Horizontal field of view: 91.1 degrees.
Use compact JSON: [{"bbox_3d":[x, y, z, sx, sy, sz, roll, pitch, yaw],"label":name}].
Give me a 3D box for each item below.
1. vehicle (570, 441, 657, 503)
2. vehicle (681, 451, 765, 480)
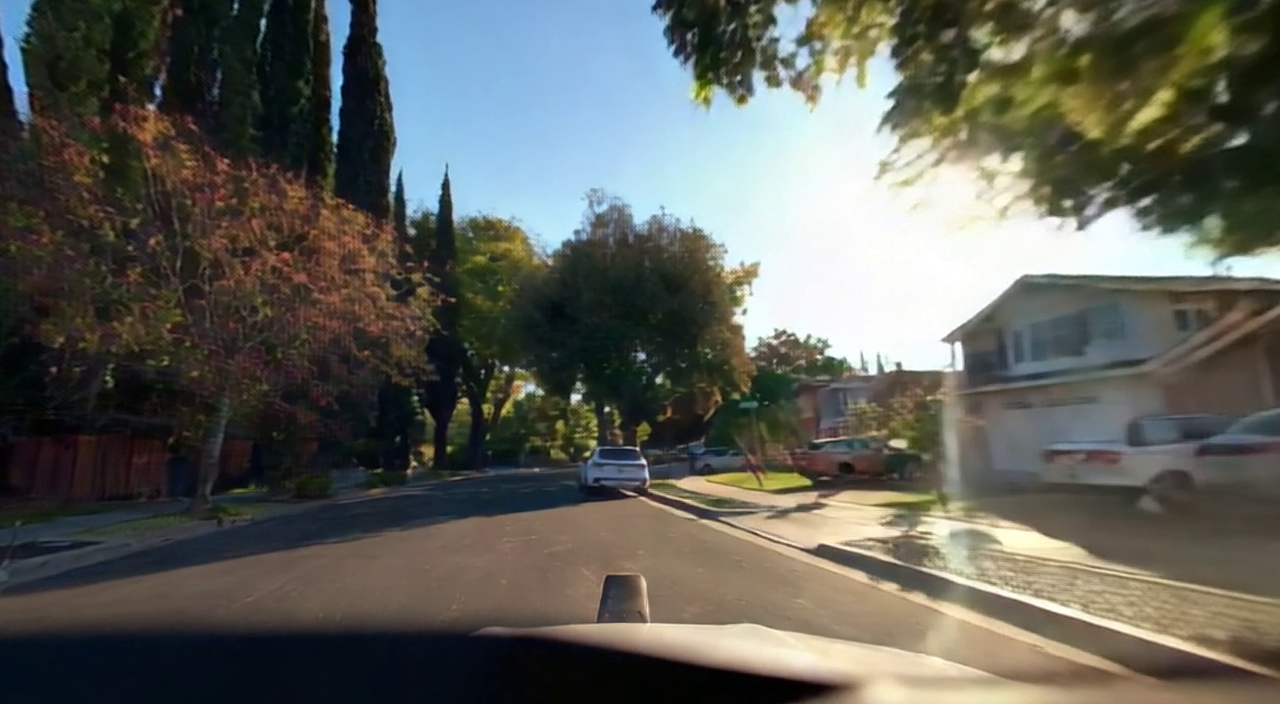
[{"bbox_3d":[-1.009,3.828,20.542,2.163,1.760,4.591,1,-9,-11],"label":"vehicle"},{"bbox_3d":[4.530,6.261,34.812,4.457,1.510,1.762,-1,-8,5],"label":"vehicle"}]
